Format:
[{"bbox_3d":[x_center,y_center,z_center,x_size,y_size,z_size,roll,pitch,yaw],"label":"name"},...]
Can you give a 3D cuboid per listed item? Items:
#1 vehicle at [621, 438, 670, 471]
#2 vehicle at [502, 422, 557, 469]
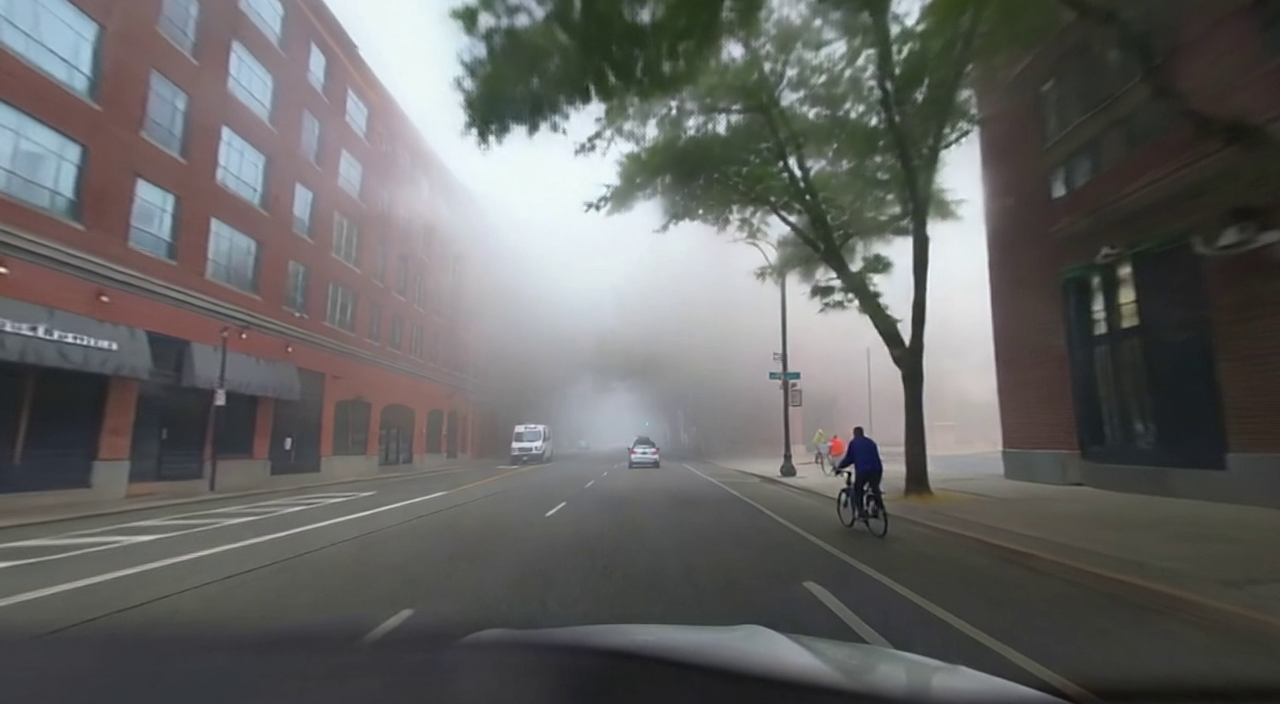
[{"bbox_3d":[0.311,5.327,33.027,2.356,1.572,4.810,0,-8,1],"label":"vehicle"},{"bbox_3d":[-6.657,5.706,38.782,2.418,2.620,5.522,-1,-8,0],"label":"vehicle"}]
